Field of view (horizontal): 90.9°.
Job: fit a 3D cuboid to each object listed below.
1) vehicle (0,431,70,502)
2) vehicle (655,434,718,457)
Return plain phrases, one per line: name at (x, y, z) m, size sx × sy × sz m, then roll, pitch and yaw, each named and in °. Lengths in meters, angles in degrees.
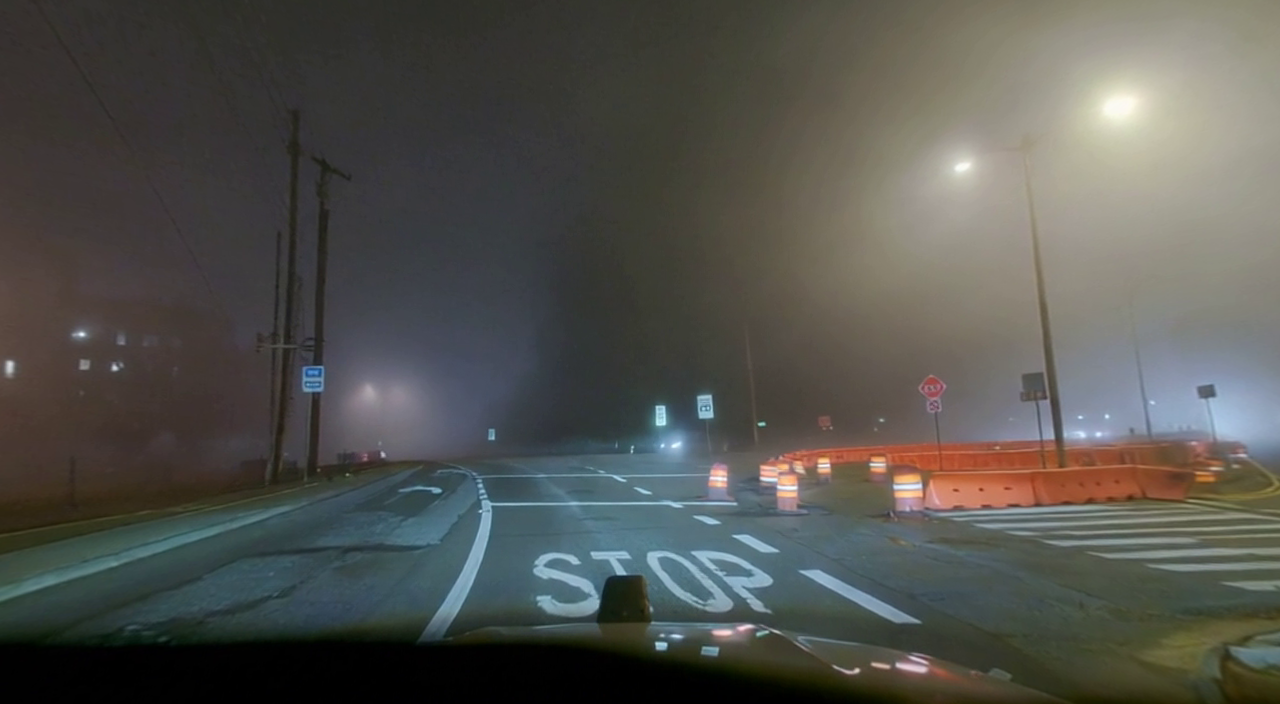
vehicle at (-17.253, 3.099, 17.343) m, size 2.159 × 1.734 × 4.292 m, roll 7°, pitch -11°, yaw -41°
vehicle at (3.270, 6.690, 45.013) m, size 4.302 × 1.628 × 1.957 m, roll 0°, pitch -9°, yaw 0°
